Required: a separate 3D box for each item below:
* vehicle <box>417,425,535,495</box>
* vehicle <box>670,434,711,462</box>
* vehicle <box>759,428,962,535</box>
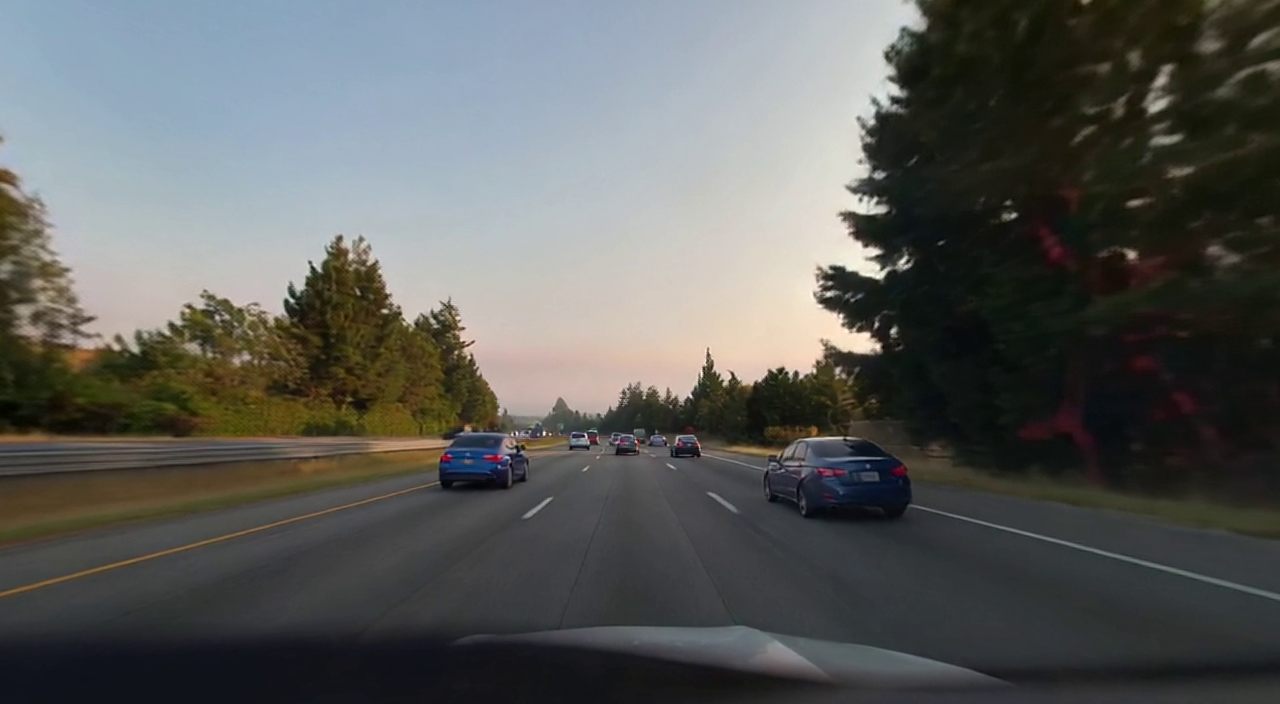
[{"bbox_3d":[-3.958,2.672,16.007,1.941,1.529,4.111,0,-8,-1],"label":"vehicle"},{"bbox_3d":[2.835,5.483,36.173,1.883,1.536,3.792,1,-8,-3],"label":"vehicle"},{"bbox_3d":[3.500,2.097,10.917,1.986,1.488,3.867,0,-8,-2],"label":"vehicle"}]
